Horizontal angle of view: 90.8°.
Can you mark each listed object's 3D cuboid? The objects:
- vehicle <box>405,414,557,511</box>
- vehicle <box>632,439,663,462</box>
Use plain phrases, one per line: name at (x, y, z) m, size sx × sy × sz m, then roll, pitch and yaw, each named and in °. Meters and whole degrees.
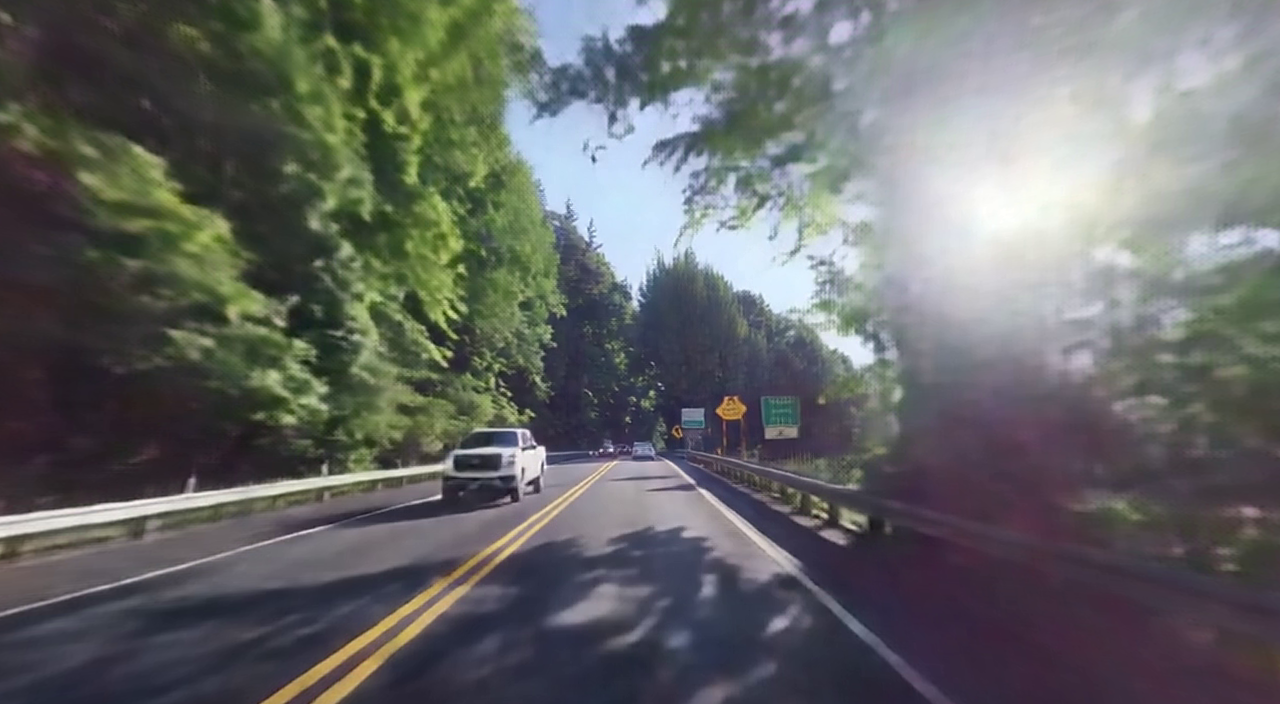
vehicle at (-3.885, 2.870, 16.847) m, size 2.441 × 2.113 × 5.738 m, roll 0°, pitch -9°, yaw 1°
vehicle at (0.479, 6.841, 43.777) m, size 2.067 × 1.486 × 3.861 m, roll 0°, pitch -9°, yaw 0°
